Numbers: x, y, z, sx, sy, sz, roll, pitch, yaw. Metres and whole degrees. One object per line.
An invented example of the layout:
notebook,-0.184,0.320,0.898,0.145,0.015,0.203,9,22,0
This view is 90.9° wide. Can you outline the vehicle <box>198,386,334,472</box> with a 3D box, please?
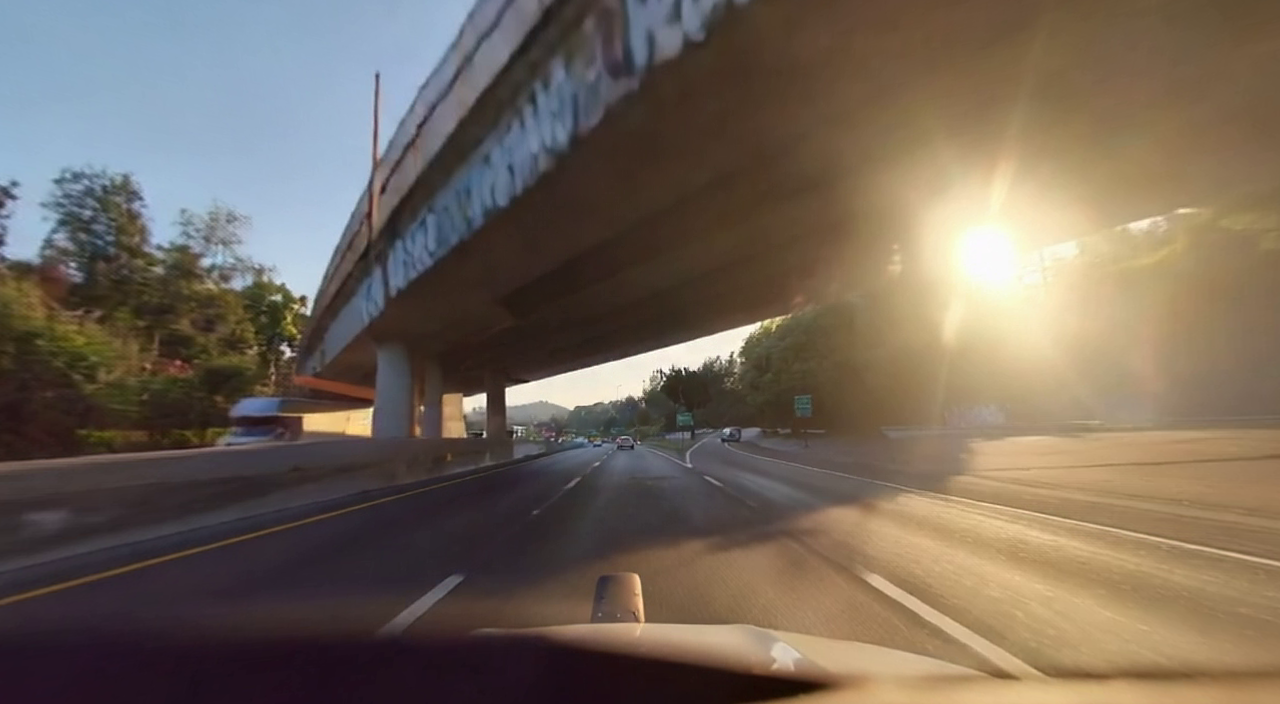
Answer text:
vehicle,-18.654,3.939,32.019,3.004,3.917,6.228,0,-8,-1
